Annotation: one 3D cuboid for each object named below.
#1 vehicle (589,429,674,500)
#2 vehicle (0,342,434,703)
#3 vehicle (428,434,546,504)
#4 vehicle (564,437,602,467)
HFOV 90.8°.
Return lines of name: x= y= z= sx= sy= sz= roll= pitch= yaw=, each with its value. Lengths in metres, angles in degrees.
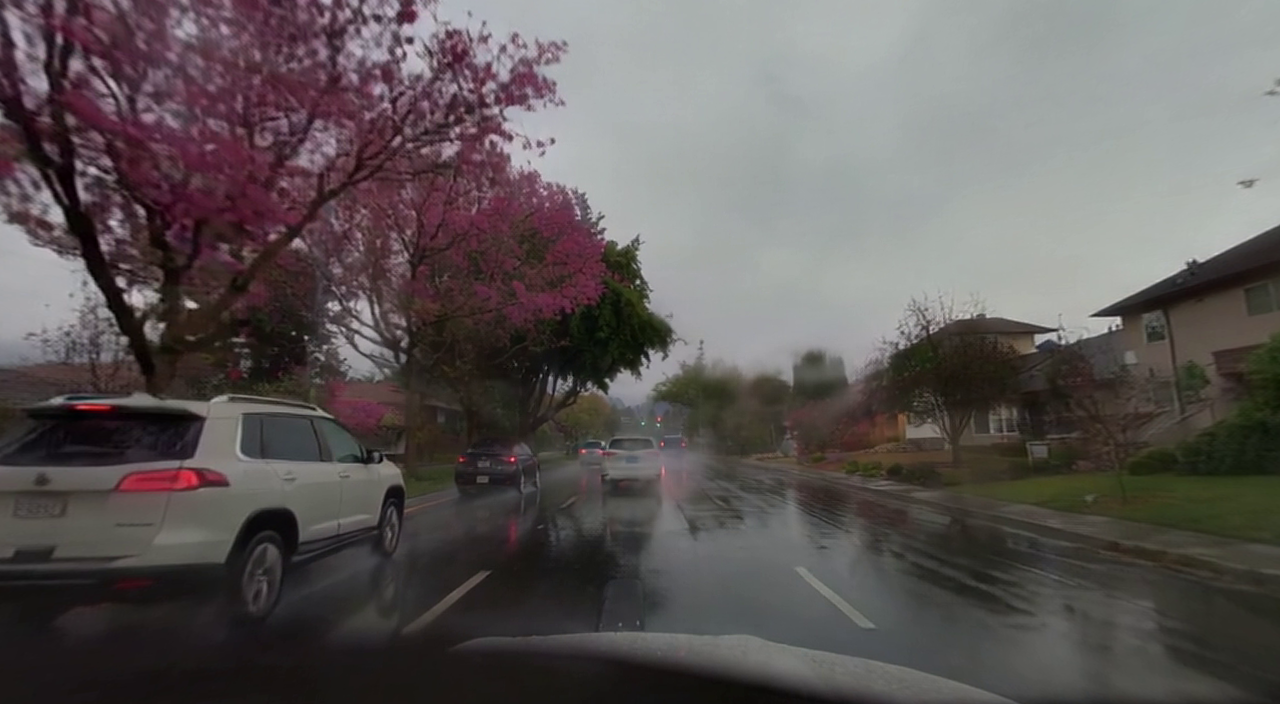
vehicle: x=-0.200 y=2.935 z=16.820 sx=1.997 sy=1.636 sz=3.760 roll=0 pitch=-8 yaw=0
vehicle: x=-3.700 y=1.245 z=5.752 sx=2.161 sy=1.919 sz=4.798 roll=0 pitch=-8 yaw=-2
vehicle: x=-3.766 y=2.941 z=16.328 sx=2.066 sy=1.565 sz=3.905 roll=0 pitch=-8 yaw=0
vehicle: x=-3.581 y=6.422 z=40.635 sx=2.080 sy=1.780 sz=4.879 roll=0 pitch=-8 yaw=-1
